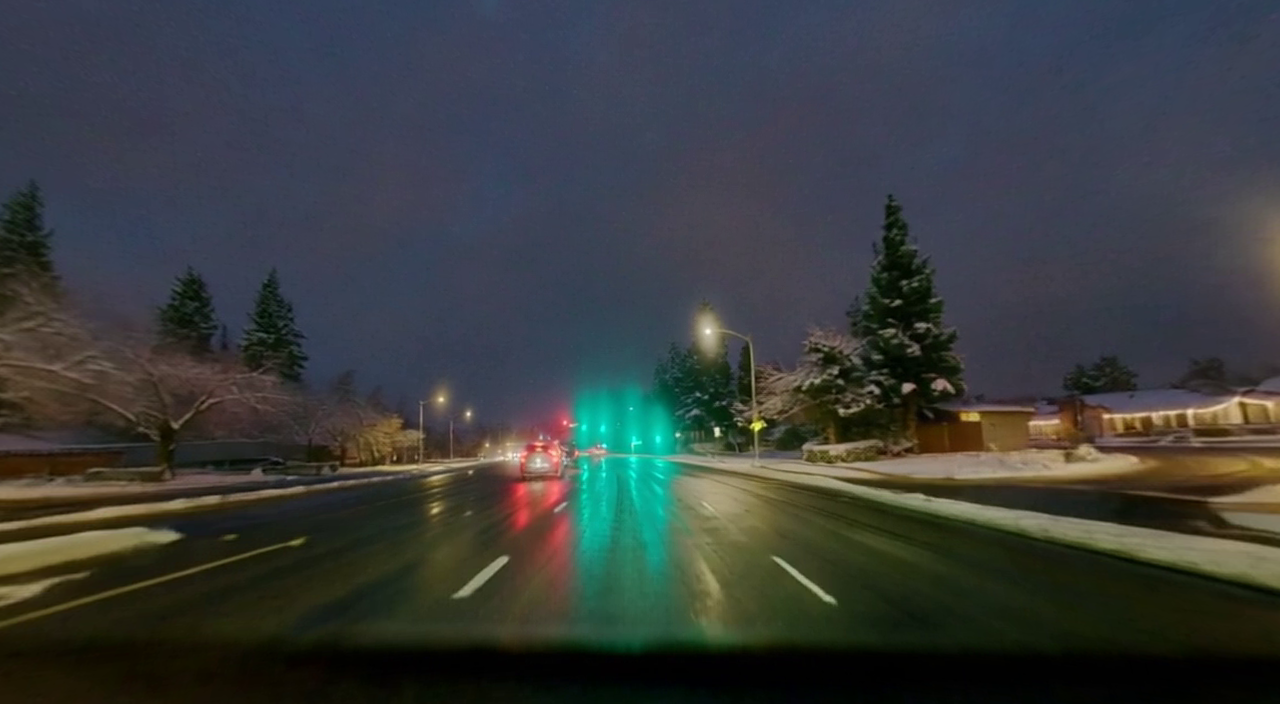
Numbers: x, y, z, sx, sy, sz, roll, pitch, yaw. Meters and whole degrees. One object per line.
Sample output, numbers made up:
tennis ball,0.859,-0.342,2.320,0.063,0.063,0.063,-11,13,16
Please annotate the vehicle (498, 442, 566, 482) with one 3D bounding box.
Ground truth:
vehicle,-4.289,4.454,25.885,2.108,1.475,4.555,0,-8,-2
